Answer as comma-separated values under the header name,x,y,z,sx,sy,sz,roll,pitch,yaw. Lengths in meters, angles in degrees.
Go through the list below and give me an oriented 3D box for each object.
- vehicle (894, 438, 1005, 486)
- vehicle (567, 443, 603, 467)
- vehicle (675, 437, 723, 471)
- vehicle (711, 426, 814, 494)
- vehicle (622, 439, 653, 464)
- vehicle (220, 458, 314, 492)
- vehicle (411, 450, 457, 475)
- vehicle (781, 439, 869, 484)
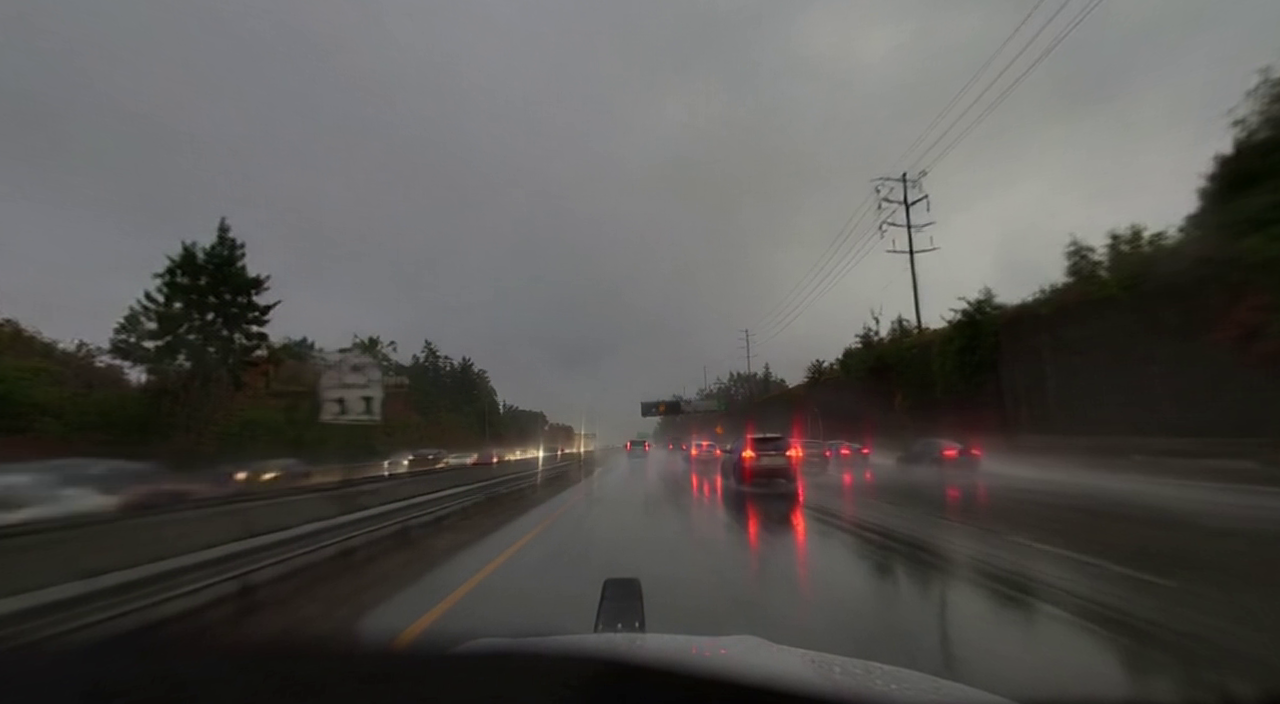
name,x,y,z,sx,sy,sz,roll,pitch,yaw
vehicle,10.520,3.738,21.740,1.850,1.492,3.767,0,-8,-1
vehicle,-3.667,6.937,42.544,2.051,1.510,4.373,0,-8,0
vehicle,3.248,5.710,35.461,2.111,1.755,4.459,0,-8,-2
vehicle,3.601,3.287,19.487,2.138,1.826,4.783,0,-8,-1
vehicle,-0.213,7.641,48.459,2.314,1.796,4.254,0,-8,-1
vehicle,-18.998,6.267,32.341,1.941,1.477,4.644,0,-8,1
vehicle,-15.119,8.118,46.432,1.898,1.685,4.371,0,-8,1
vehicle,6.857,4.097,23.894,1.909,1.507,4.471,0,-8,-1
